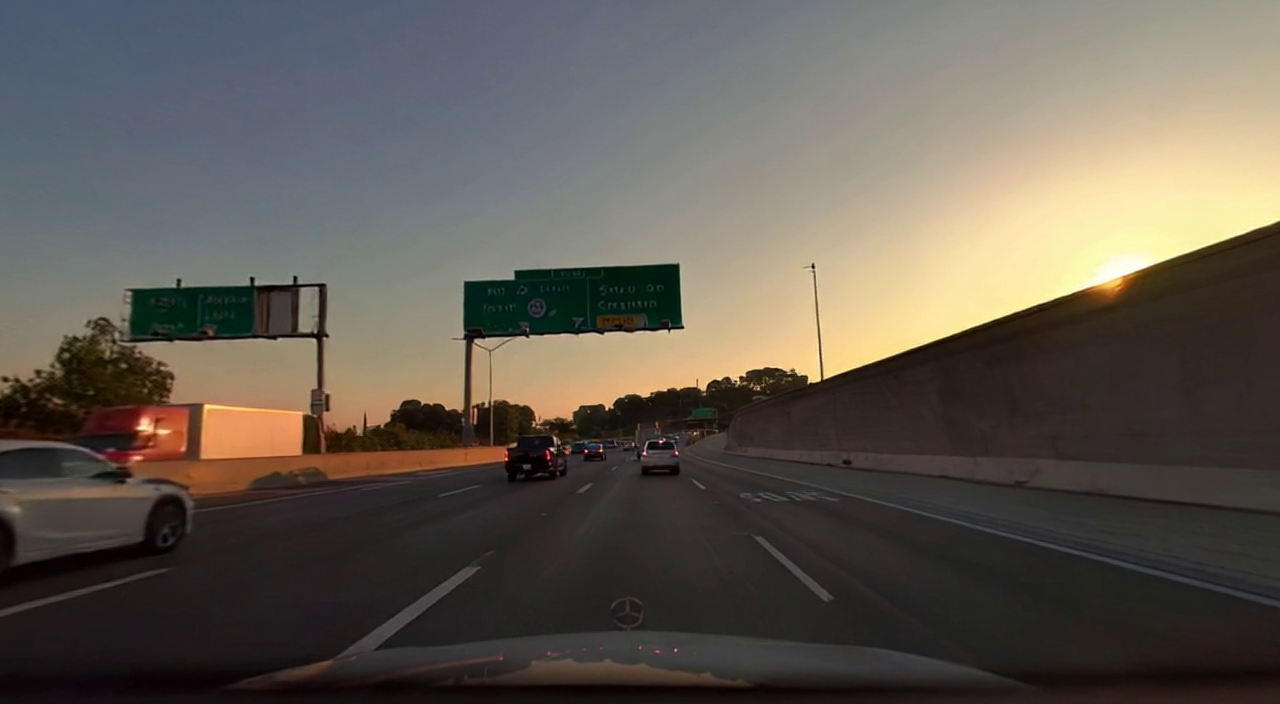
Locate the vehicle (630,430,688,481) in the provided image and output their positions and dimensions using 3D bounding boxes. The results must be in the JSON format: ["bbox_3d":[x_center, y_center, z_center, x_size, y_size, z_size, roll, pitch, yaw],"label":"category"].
[{"bbox_3d":[0.740,4.085,25.151,2.083,1.792,4.782,0,-8,1],"label":"vehicle"}]

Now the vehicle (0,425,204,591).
[{"bbox_3d":[-7.247,1.538,6.230,1.978,1.597,5.358,0,-8,1],"label":"vehicle"}]

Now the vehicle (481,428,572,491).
[{"bbox_3d":[-3.598,3.528,21.030,1.954,1.792,5.187,0,-9,1],"label":"vehicle"}]

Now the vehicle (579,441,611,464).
[{"bbox_3d":[-3.301,7.480,47.096,1.961,1.591,4.756,0,-8,1],"label":"vehicle"}]
